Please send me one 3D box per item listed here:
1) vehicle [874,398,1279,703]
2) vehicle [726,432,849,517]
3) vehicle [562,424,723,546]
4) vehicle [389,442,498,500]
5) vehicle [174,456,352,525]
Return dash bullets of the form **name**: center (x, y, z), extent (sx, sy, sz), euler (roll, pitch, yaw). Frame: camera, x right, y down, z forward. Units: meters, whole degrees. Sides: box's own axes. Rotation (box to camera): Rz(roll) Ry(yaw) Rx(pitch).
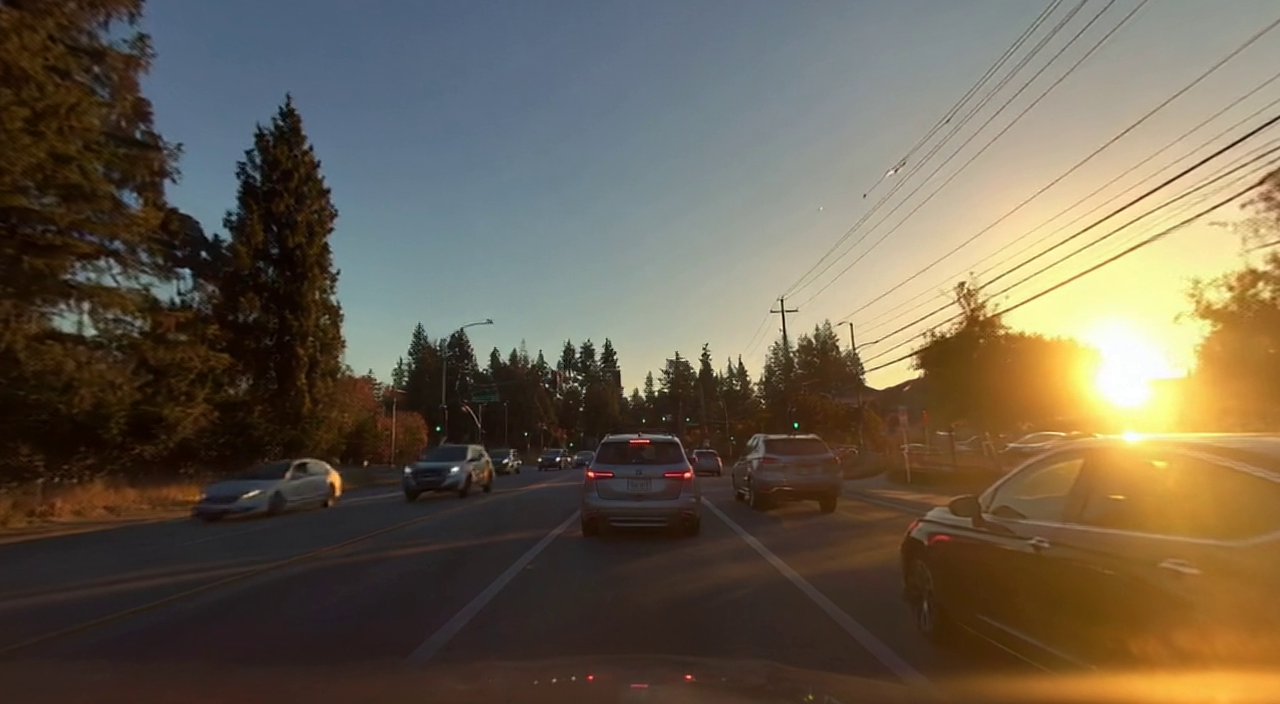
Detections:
- **vehicle**: center (2.856, 1.037, 2.878), extent (1.950, 1.487, 4.275), euler (0, -8, 1)
- **vehicle**: center (3.272, 2.785, 14.872), extent (1.914, 1.698, 4.049), euler (0, -8, 0)
- **vehicle**: center (0.047, 2.139, 10.784), extent (2.200, 1.653, 4.127), euler (0, -8, 1)
- **vehicle**: center (-6.430, 3.917, 21.255), extent (2.218, 1.722, 4.397), euler (0, -8, 0)
- **vehicle**: center (-9.409, 3.448, 16.252), extent (1.854, 1.459, 4.288), euler (0, -8, 1)
